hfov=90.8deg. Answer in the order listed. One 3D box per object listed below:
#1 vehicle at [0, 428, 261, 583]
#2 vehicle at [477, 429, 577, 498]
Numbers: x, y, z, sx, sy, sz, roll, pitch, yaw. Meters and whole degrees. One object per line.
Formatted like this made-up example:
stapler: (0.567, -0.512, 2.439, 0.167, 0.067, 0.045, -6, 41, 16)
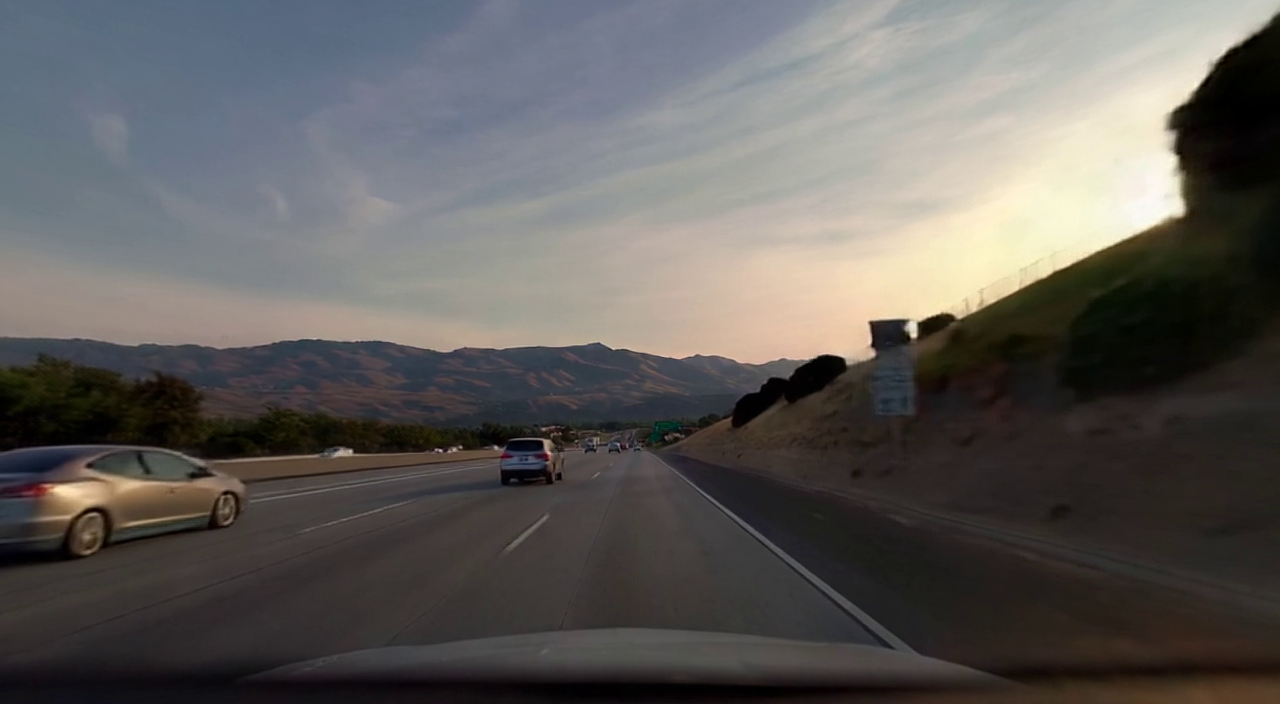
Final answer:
vehicle: (-7.273, 1.803, 8.166, 1.930, 1.508, 4.567, 0, -8, 0)
vehicle: (-3.182, 3.256, 18.846, 2.029, 1.753, 4.718, 0, -8, 1)
